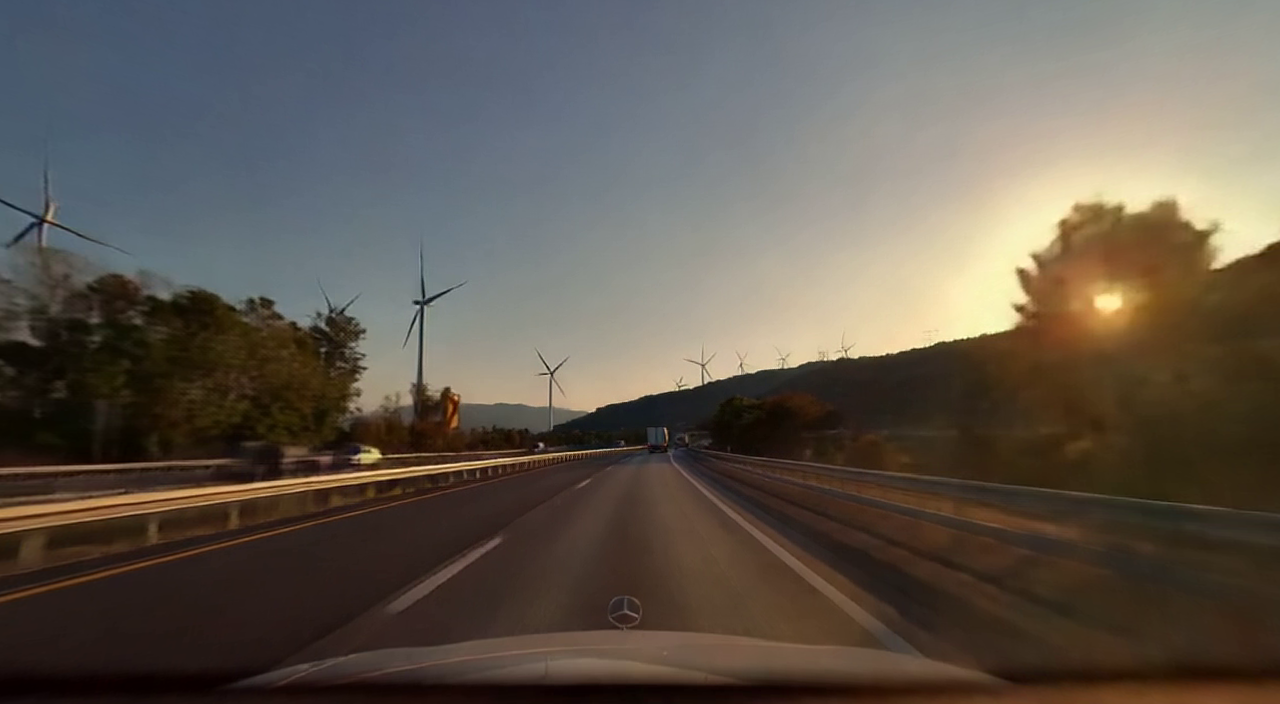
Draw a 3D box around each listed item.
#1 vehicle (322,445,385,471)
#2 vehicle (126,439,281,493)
[{"bbox_3d":[-16.566,6.126,36.603,1.773,1.440,3.723,0,-9,2],"label":"vehicle"},{"bbox_3d":[-12.928,3.380,18.986,1.903,1.442,3.765,0,-9,1],"label":"vehicle"}]
